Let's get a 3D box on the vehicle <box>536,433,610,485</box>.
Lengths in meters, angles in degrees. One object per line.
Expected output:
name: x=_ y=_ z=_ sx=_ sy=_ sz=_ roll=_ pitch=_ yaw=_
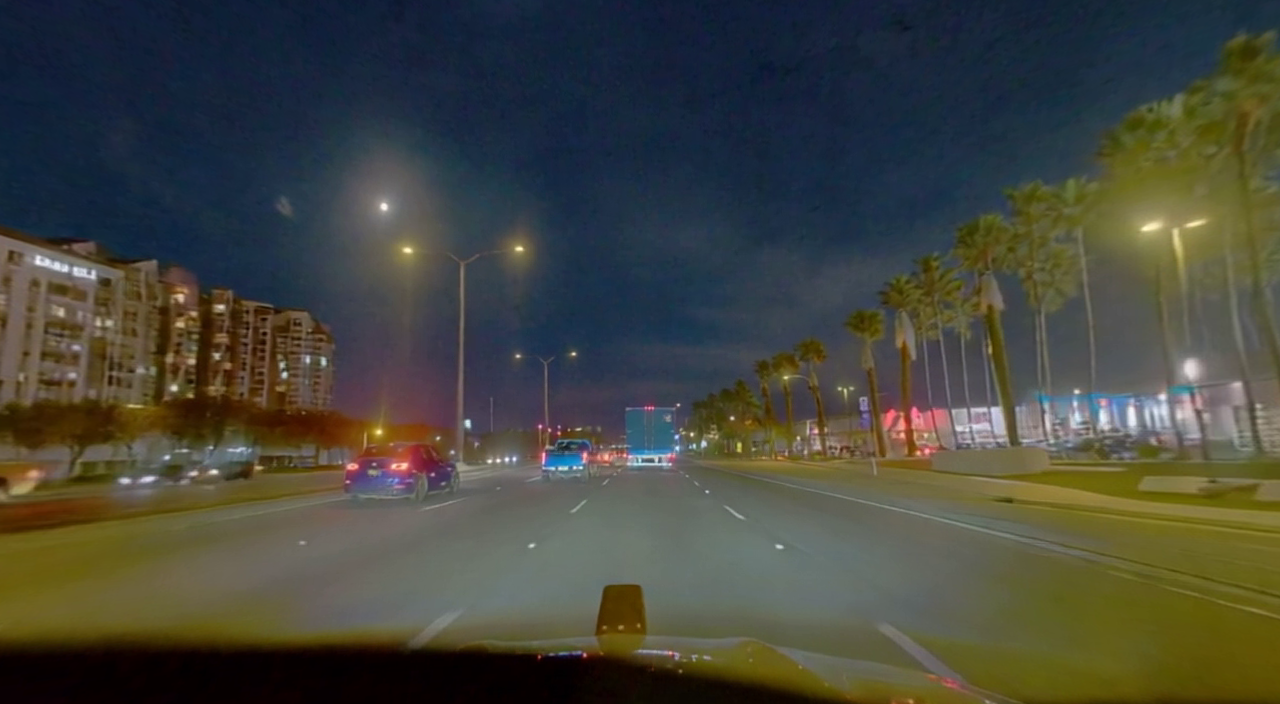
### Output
vehicle: x=-2.467 y=4.119 z=24.521 sx=2.178 sy=1.826 sz=4.933 roll=0 pitch=-8 yaw=2

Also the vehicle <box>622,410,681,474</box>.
vehicle: x=0.657 y=5.056 z=35.243 sx=2.993 sy=3.235 sz=6.692 roll=0 pitch=-8 yaw=1

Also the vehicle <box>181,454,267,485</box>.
vehicle: x=-24.550 y=6.923 z=37.274 sx=1.932 sy=1.660 sz=4.486 roll=0 pitch=-8 yaw=2

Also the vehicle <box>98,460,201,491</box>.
vehicle: x=-27.816 y=6.999 z=35.853 sx=1.876 sy=1.505 sz=4.876 roll=0 pitch=-8 yaw=2

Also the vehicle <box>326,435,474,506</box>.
vehicle: x=-6.179 y=3.097 z=16.917 sx=2.045 sy=1.630 sz=4.680 roll=0 pitch=-8 yaw=1
